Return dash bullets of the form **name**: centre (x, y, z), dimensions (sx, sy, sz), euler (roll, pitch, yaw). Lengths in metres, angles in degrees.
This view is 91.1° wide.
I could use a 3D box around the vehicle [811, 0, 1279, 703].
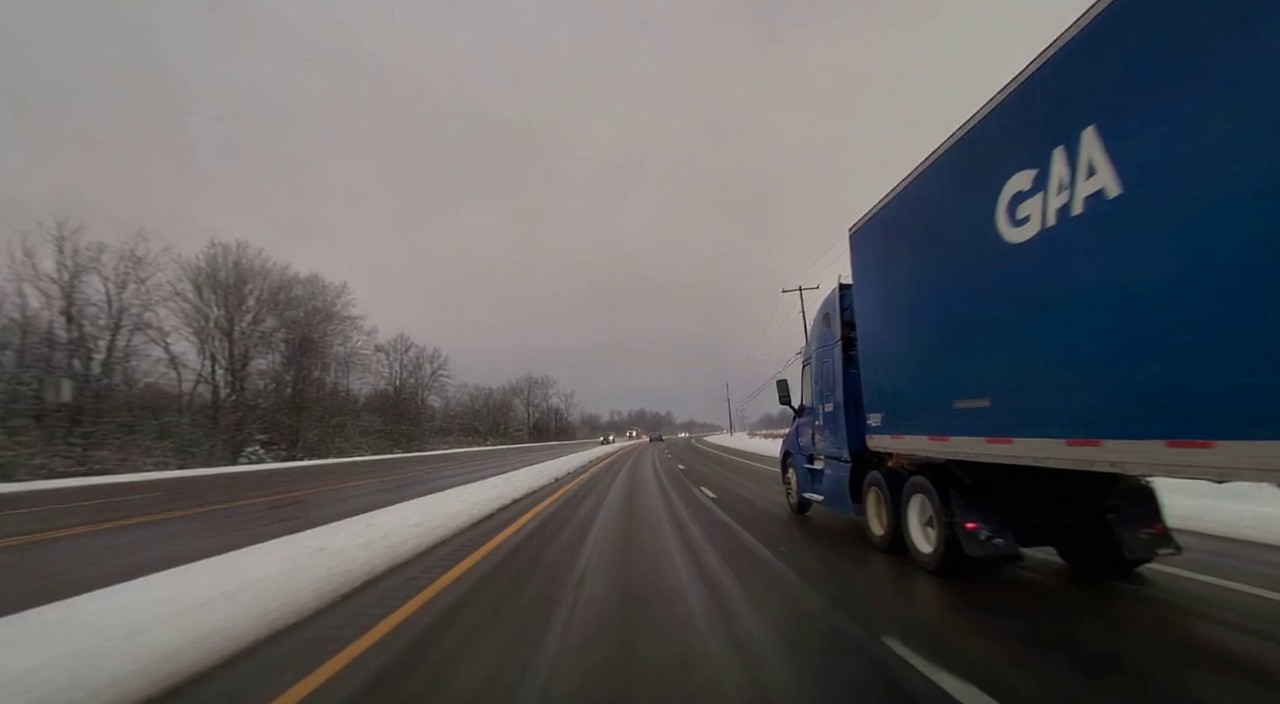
- **vehicle**: centre (4.029, -0.365, 2.281), dimensions (3.013, 4.076, 13.783), euler (0, -8, 0)
